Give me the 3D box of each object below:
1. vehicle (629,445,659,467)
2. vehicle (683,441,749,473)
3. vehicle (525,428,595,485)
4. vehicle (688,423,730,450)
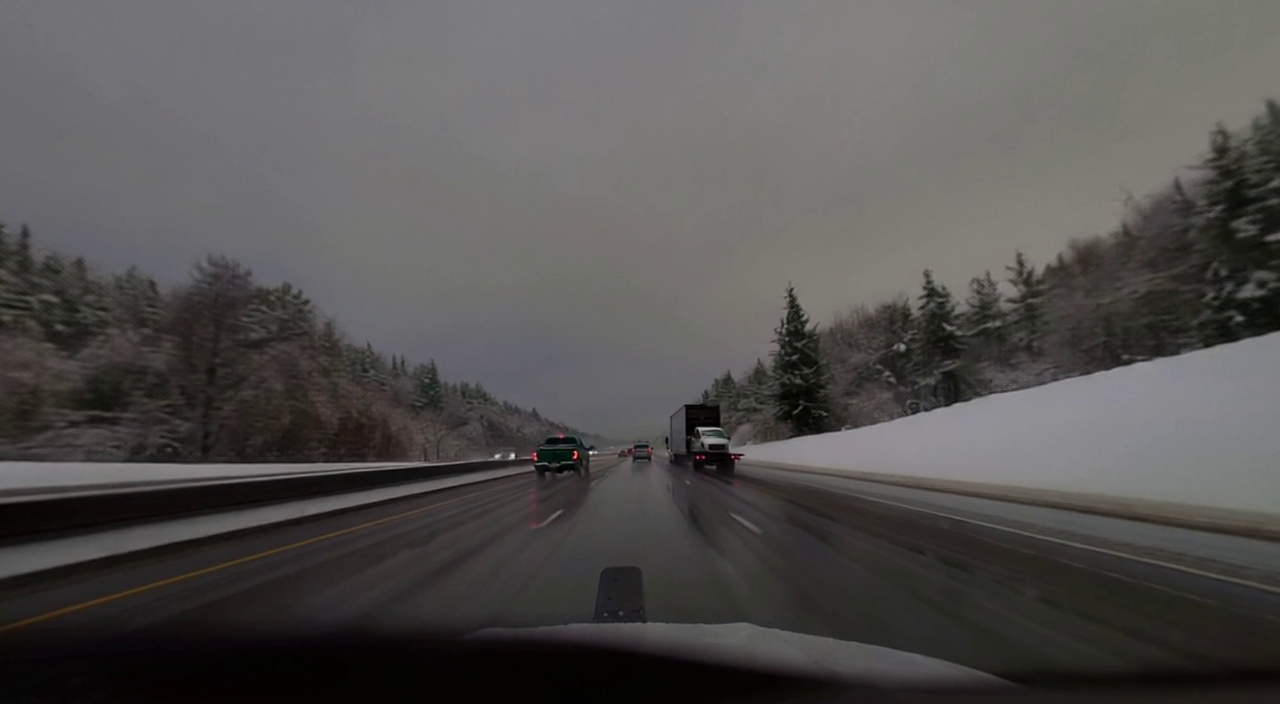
[{"bbox_3d":[0.276,7.581,46.013,2.086,1.497,3.681,0,-9,0],"label":"vehicle"},{"bbox_3d":[4.185,6.085,36.720,2.654,1.574,9.537,0,-9,0],"label":"vehicle"},{"bbox_3d":[-3.074,4.167,25.180,2.142,2.044,4.446,0,-9,1],"label":"vehicle"},{"bbox_3d":[4.096,5.128,37.992,1.968,1.547,4.215,0,-9,-1],"label":"vehicle"}]
